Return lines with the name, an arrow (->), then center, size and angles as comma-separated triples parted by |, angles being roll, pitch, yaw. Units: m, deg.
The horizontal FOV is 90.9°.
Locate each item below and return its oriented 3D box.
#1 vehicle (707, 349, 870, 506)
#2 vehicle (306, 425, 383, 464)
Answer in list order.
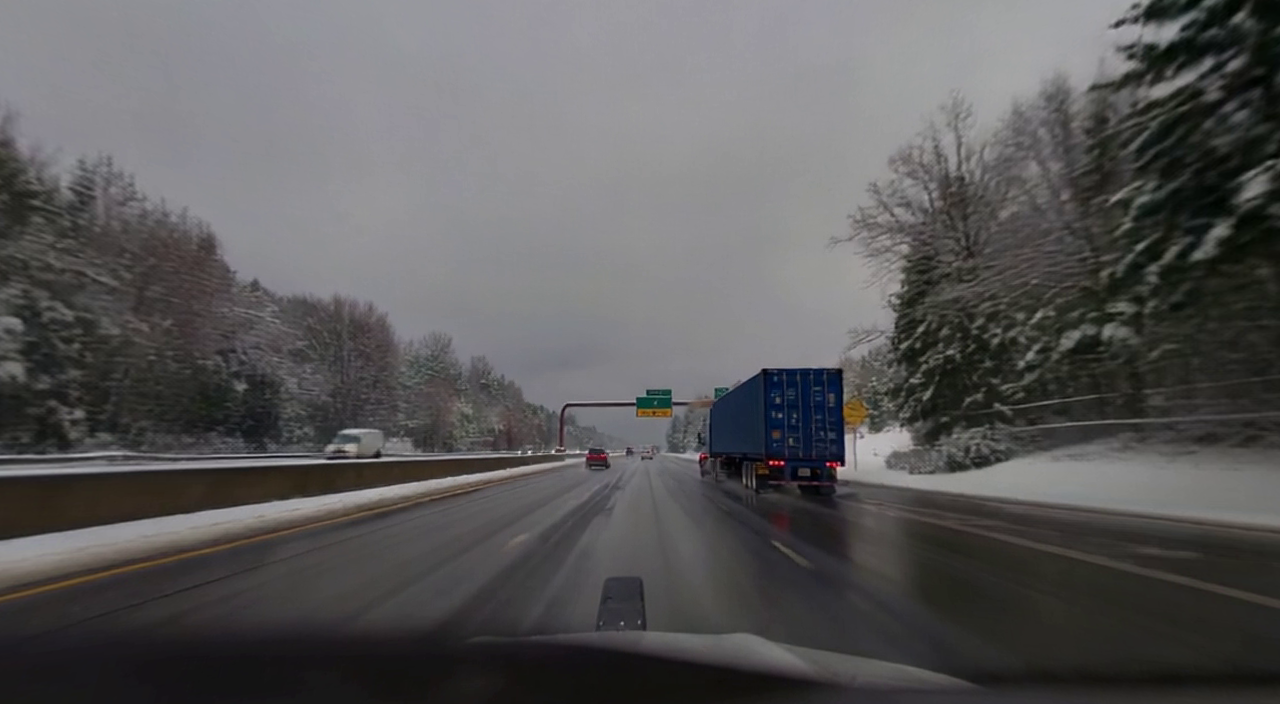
vehicle -> 4.487, 2.935, 22.757 | 2.821, 4.046, 12.876 | 0, -9, 0
vehicle -> -20.146, 6.417, 43.368 | 2.281, 2.459, 6.049 | -1, -9, 1
